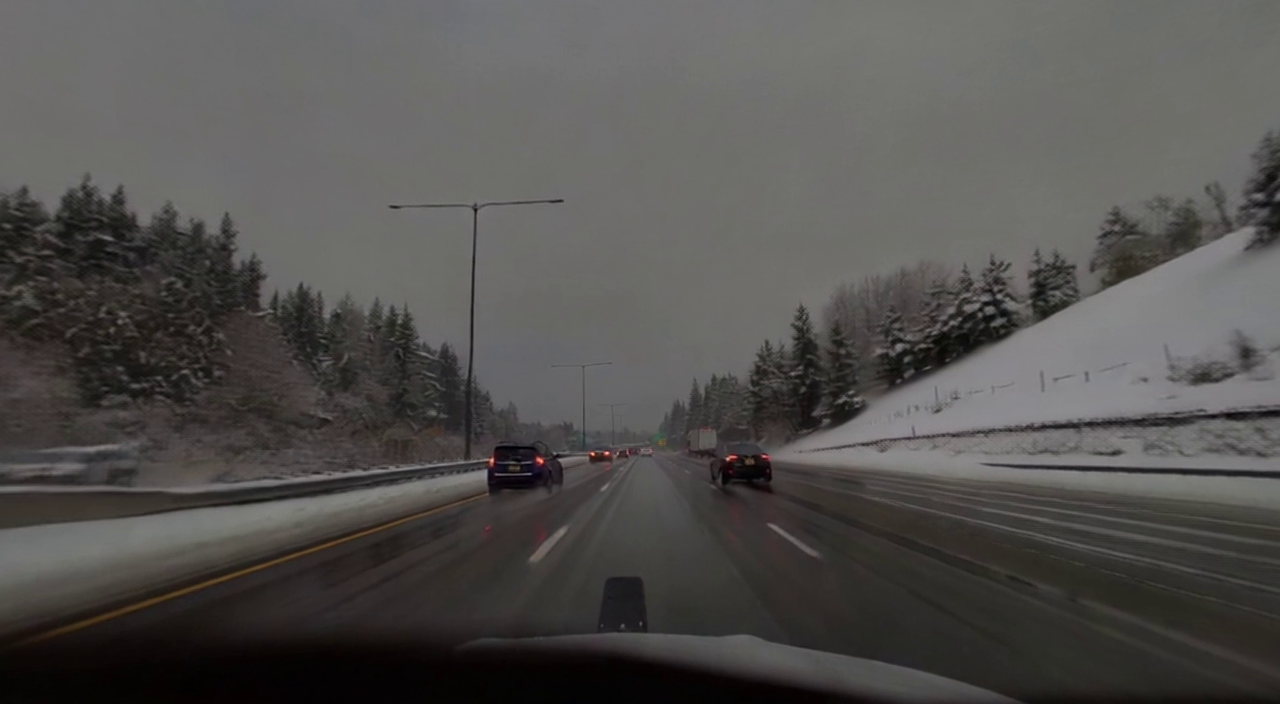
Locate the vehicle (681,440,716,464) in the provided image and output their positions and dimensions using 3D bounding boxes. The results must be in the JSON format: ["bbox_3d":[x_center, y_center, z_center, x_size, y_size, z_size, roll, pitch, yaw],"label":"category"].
[{"bbox_3d":[4.427,7.630,48.399,2.144,1.752,4.765,0,-8,0],"label":"vehicle"}]

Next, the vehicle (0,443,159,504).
[{"bbox_3d":[-23.631,4.620,24.518,2.721,2.129,9.070,-1,-8,1],"label":"vehicle"}]

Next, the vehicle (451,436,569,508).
[{"bbox_3d":[-3.224,3.068,16.777,1.974,1.589,5.047,-1,-8,1],"label":"vehicle"}]

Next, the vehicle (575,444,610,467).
[{"bbox_3d":[-3.300,7.331,44.995,2.099,1.494,4.504,-1,-8,1],"label":"vehicle"}]

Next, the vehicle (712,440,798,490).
[{"bbox_3d":[3.730,3.739,21.367,2.040,1.461,4.822,-1,-8,1],"label":"vehicle"}]
